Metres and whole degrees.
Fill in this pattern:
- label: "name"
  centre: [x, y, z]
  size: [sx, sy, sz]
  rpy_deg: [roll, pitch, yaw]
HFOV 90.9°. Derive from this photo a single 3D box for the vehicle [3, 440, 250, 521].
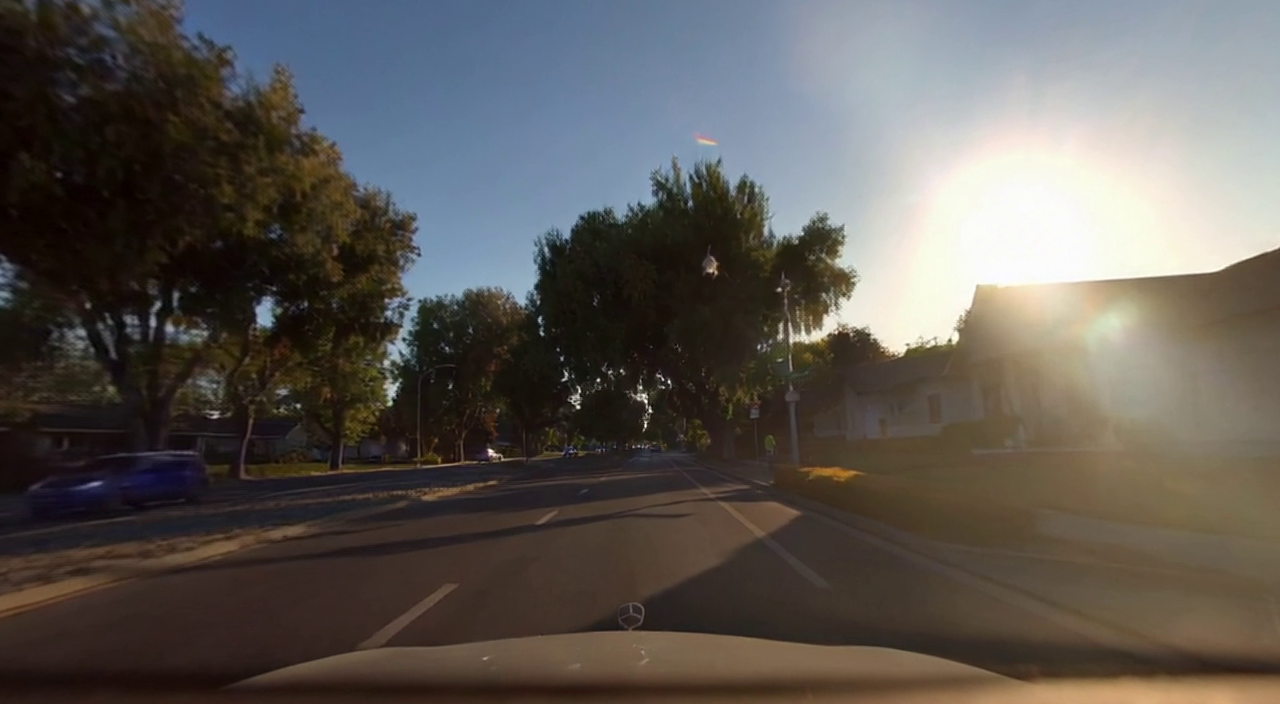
- label: "vehicle"
  centre: [-12.005, 2.988, 15.303]
  size: [2.193, 1.628, 4.560]
  rpy_deg: [0, -8, -1]
